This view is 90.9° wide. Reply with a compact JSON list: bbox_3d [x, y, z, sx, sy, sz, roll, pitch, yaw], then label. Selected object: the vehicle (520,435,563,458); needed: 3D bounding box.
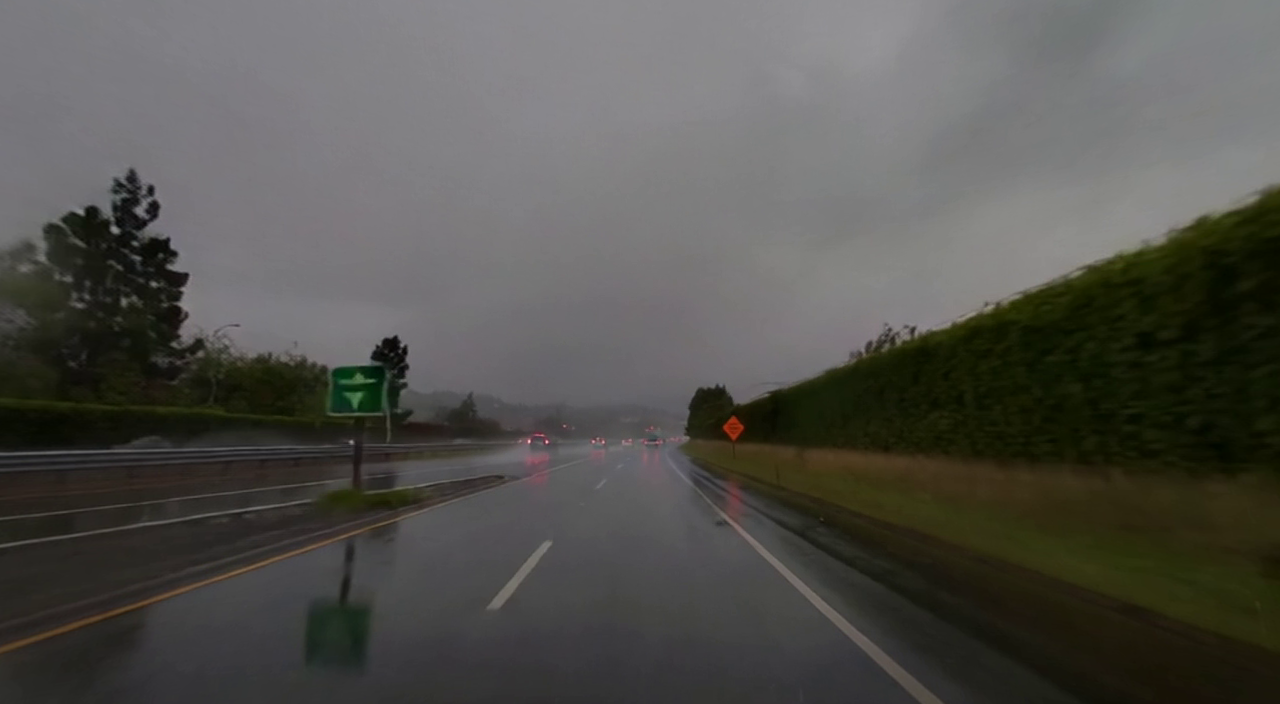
[{"bbox_3d":[-7.212,6.984,46.588,2.141,1.612,3.998,-1,-8,7],"label":"vehicle"}]
